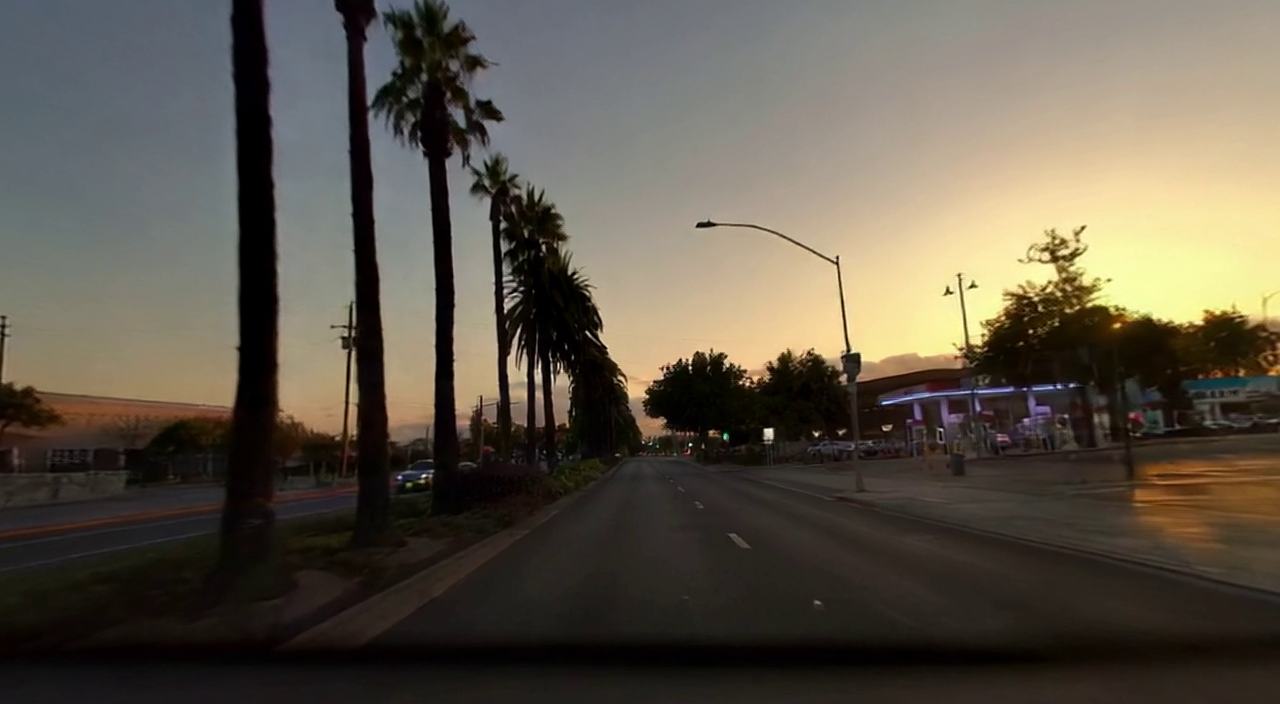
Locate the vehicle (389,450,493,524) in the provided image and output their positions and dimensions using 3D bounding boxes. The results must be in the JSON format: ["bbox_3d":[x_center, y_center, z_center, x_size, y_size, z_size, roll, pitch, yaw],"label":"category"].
[{"bbox_3d":[-4.998,3.234,15.875,2.073,1.525,4.809,3,-9,-18],"label":"vehicle"}]

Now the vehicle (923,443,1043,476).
[{"bbox_3d":[16.279,5.107,30.168,4.549,1.492,1.981,-1,-9,3],"label":"vehicle"}]
